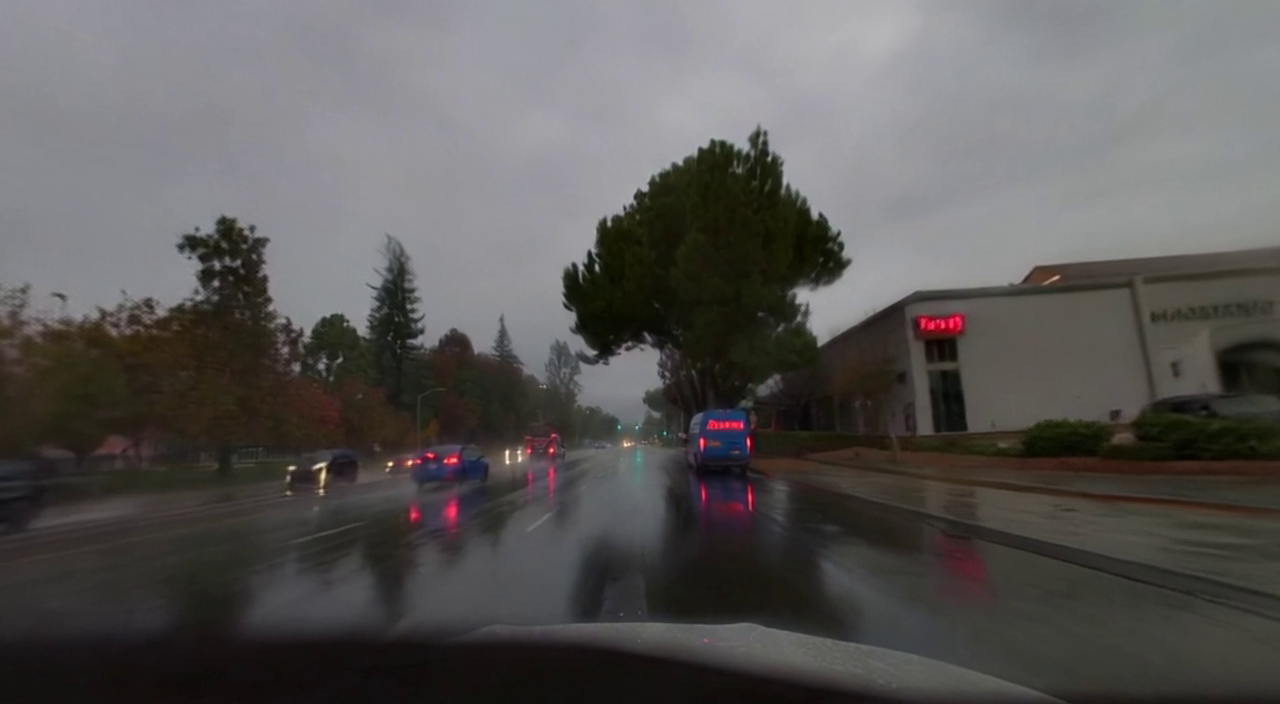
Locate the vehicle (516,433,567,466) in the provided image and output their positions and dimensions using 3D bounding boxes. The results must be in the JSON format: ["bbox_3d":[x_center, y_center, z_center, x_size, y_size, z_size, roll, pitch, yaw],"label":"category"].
[{"bbox_3d":[-6.396,6.438,41.772,2.332,2.039,5.678,0,-9,1],"label":"vehicle"}]

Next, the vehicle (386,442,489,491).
[{"bbox_3d":[-6.708,3.821,21.485,1.970,1.456,4.441,0,-9,1],"label":"vehicle"}]

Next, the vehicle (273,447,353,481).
[{"bbox_3d":[-17.817,6.105,34.700,1.945,1.702,4.438,0,-9,1],"label":"vehicle"}]

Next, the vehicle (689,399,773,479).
[{"bbox_3d":[3.632,3.667,26.401,2.791,3.026,4.668,0,-9,0],"label":"vehicle"}]
